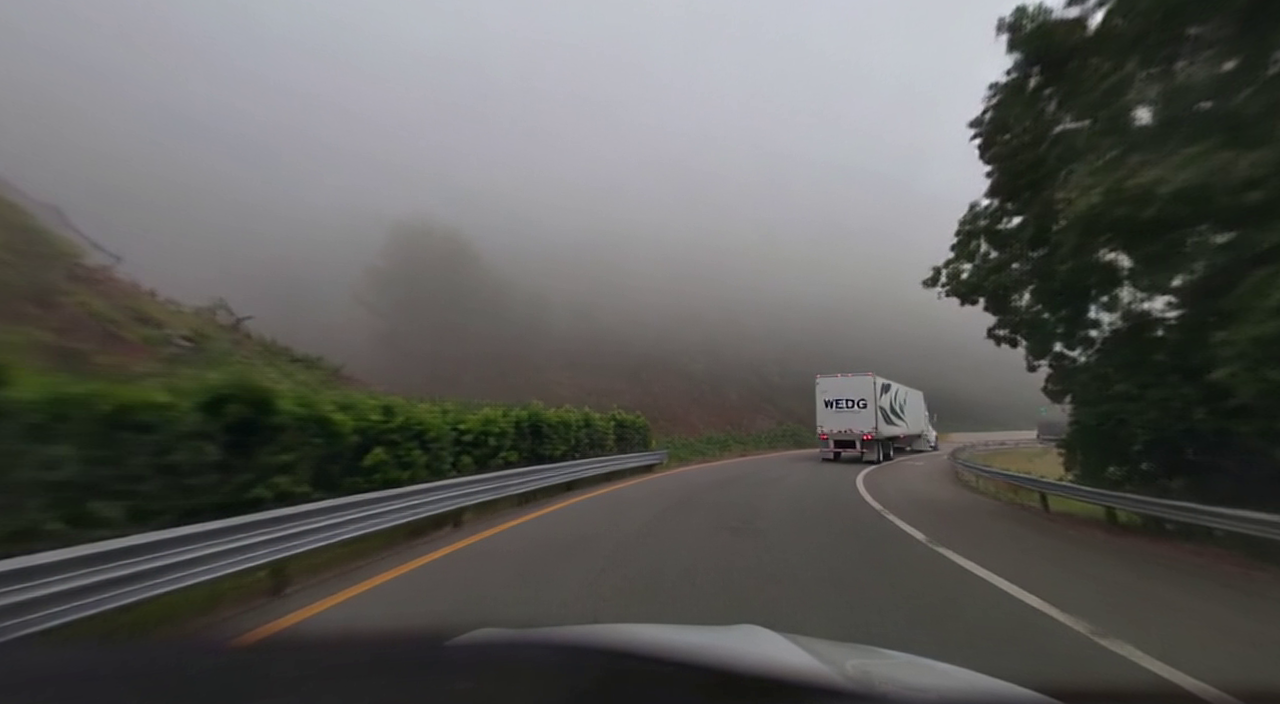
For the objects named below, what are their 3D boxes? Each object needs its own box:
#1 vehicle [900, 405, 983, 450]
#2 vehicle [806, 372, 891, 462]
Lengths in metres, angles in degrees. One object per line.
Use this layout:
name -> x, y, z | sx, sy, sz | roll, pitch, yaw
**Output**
vehicle -> 18.451, 4.653, 38.312 | 6.650, 2.524, 2.120 | 7, -10, -42
vehicle -> 9.510, 3.008, 28.583 | 2.963, 3.771, 3.137 | -4, -9, 29
